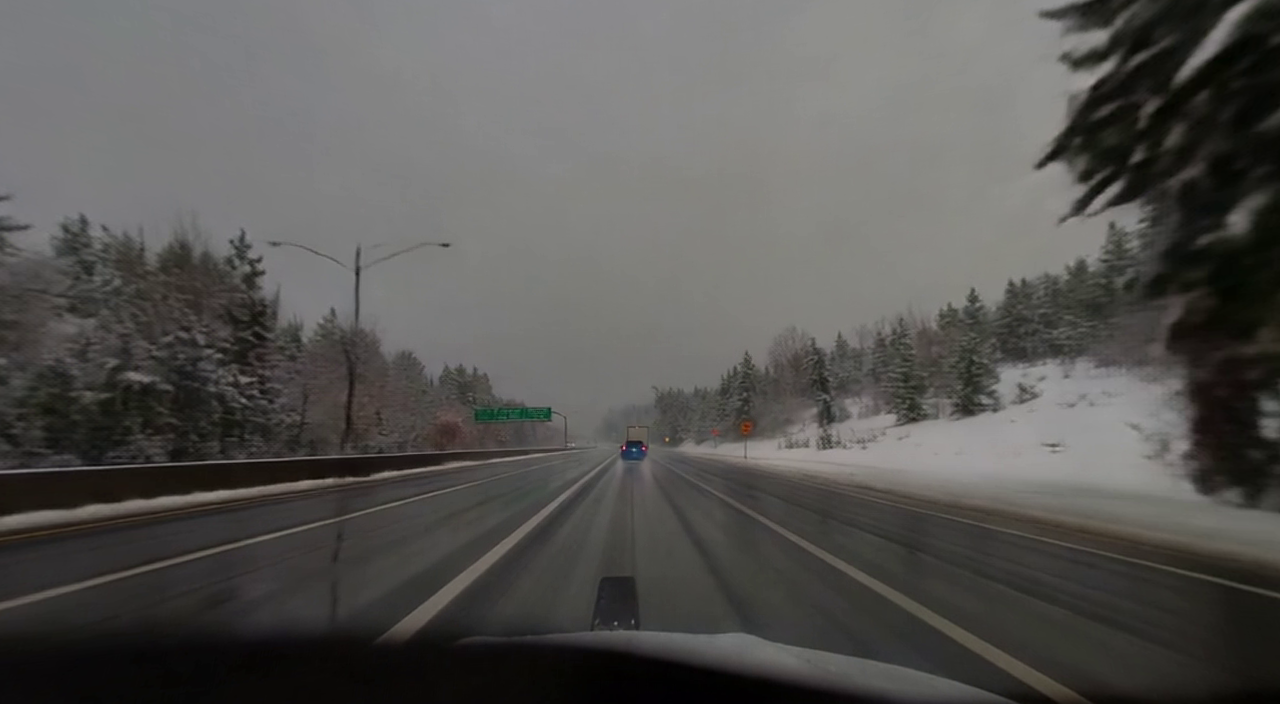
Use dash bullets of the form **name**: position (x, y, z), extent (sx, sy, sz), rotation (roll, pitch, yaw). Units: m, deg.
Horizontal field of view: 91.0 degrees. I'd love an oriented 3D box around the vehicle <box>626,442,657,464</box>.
- **vehicle**: position (0.098, 6.942, 43.353), extent (2.028, 1.440, 3.690), rotation (0, -8, -1)
